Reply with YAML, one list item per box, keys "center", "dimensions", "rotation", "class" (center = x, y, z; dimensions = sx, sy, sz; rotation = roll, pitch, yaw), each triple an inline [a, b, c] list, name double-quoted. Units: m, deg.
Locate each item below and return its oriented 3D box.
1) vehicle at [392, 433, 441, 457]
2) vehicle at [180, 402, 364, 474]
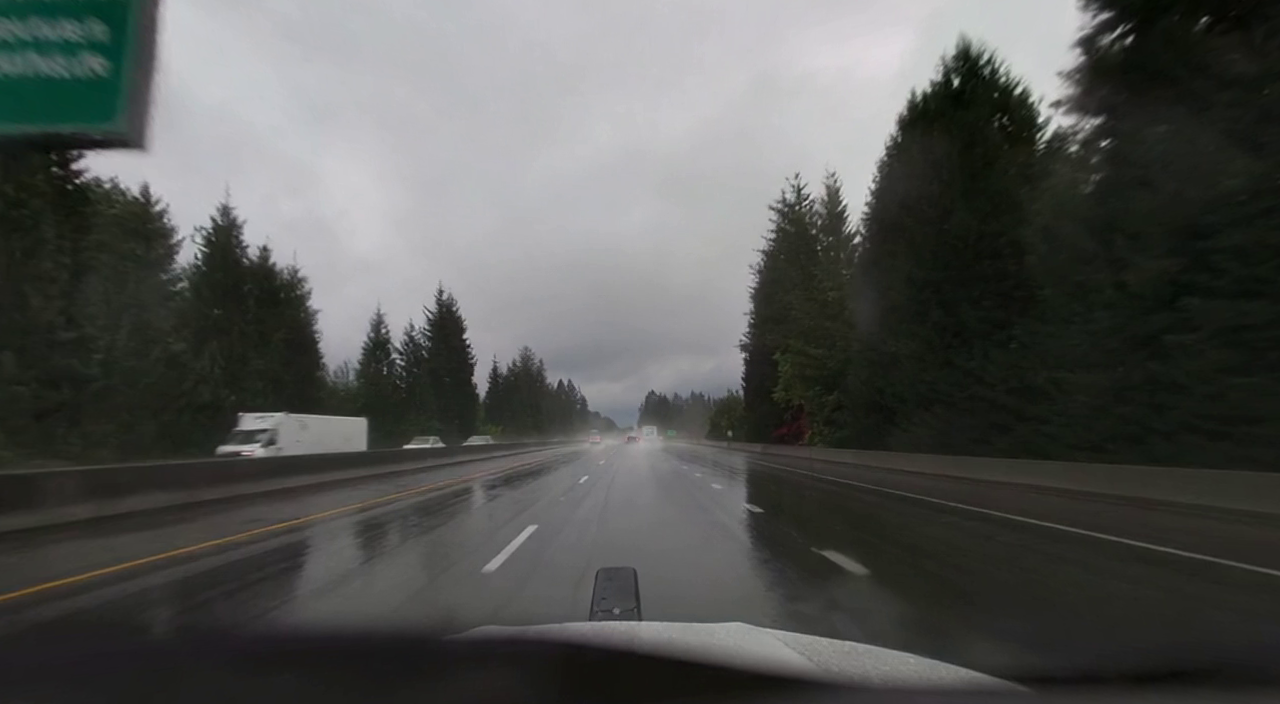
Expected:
- center: [-17.244, 7.180, 48.857]
  dimensions: [2.071, 1.799, 4.655]
  rotation: [0, -8, 0]
  class: "vehicle"
- center: [-20.803, 5.085, 37.363]
  dimensions: [2.943, 3.449, 13.459]
  rotation: [0, -8, -1]
  class: "vehicle"
